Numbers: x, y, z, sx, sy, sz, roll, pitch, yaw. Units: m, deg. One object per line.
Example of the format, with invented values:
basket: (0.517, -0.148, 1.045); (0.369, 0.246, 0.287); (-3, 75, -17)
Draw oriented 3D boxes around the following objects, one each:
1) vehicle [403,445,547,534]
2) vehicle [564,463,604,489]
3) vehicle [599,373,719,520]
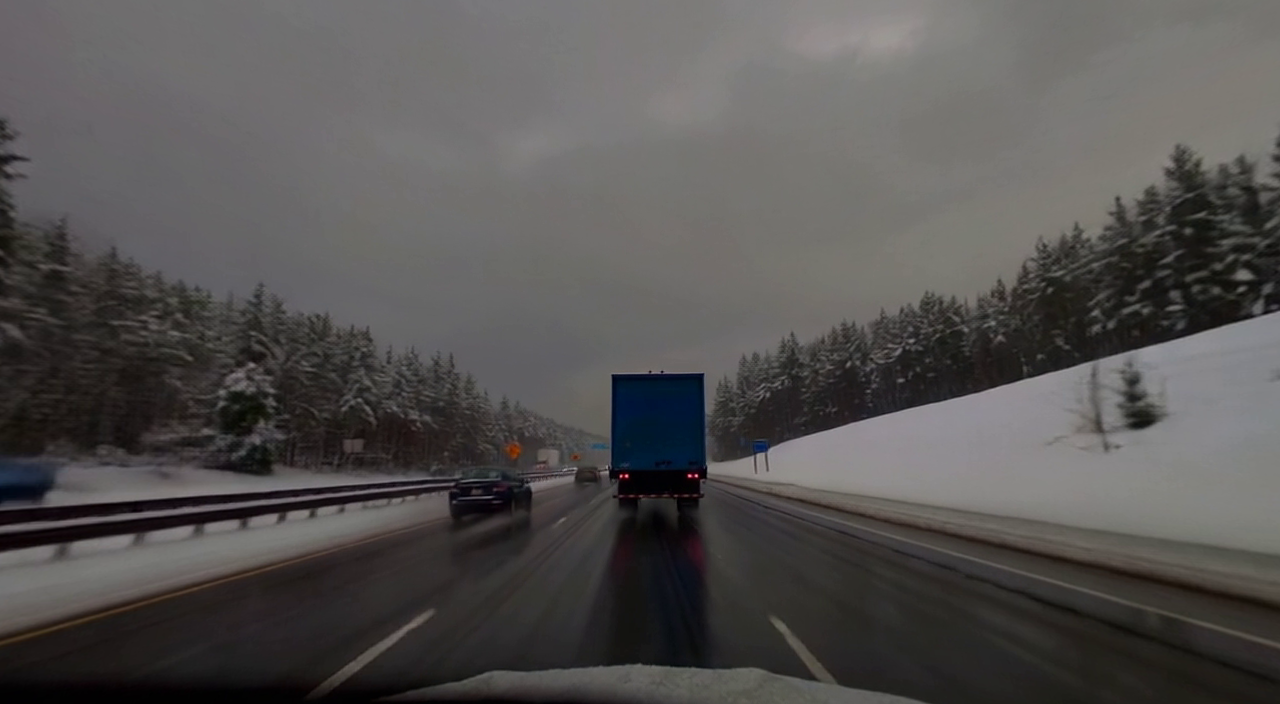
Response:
vehicle: (-3.582, 3.123, 14.681); (2.076, 1.691, 4.555); (1, -10, 0)
vehicle: (-3.507, 7.900, 40.372); (2.079, 1.506, 4.821); (0, -10, 1)
vehicle: (0.436, 3.246, 20.765); (3.008, 3.678, 9.512); (1, -10, -1)
